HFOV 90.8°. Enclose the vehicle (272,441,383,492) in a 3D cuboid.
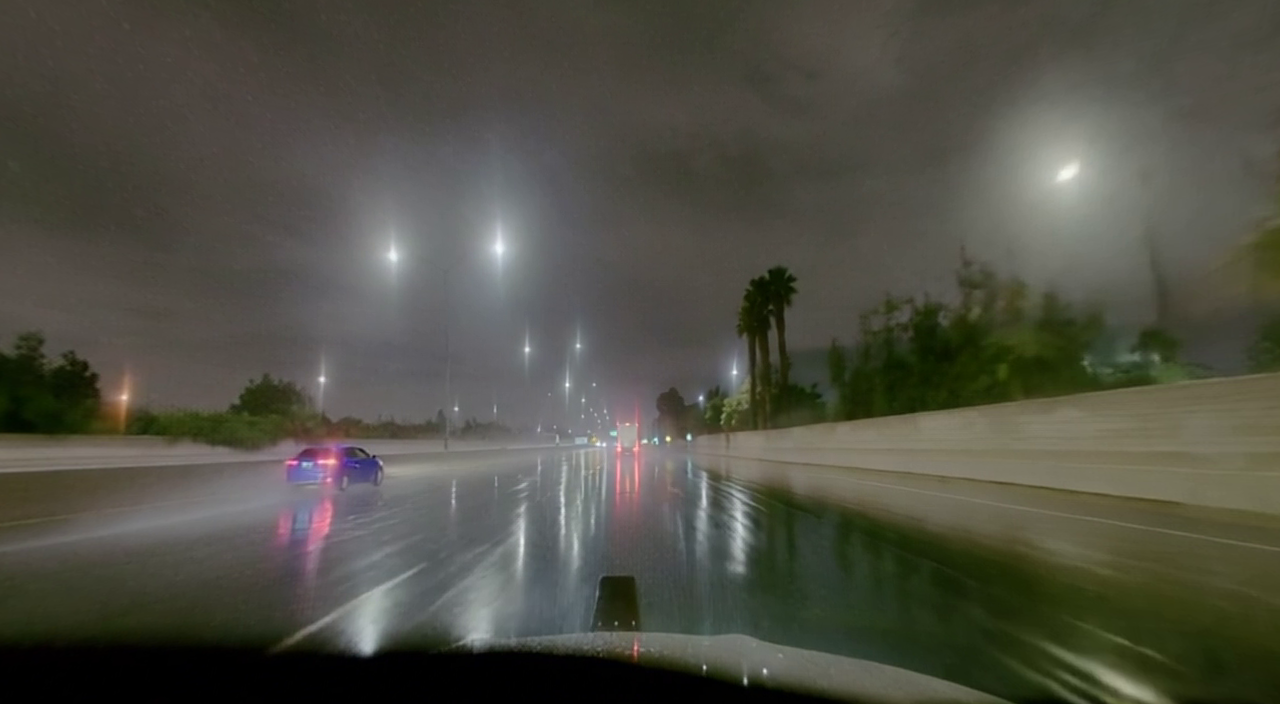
[{"bbox_3d":[-11.070,4.062,22.746,1.897,1.653,4.113,0,-9,-1],"label":"vehicle"}]
